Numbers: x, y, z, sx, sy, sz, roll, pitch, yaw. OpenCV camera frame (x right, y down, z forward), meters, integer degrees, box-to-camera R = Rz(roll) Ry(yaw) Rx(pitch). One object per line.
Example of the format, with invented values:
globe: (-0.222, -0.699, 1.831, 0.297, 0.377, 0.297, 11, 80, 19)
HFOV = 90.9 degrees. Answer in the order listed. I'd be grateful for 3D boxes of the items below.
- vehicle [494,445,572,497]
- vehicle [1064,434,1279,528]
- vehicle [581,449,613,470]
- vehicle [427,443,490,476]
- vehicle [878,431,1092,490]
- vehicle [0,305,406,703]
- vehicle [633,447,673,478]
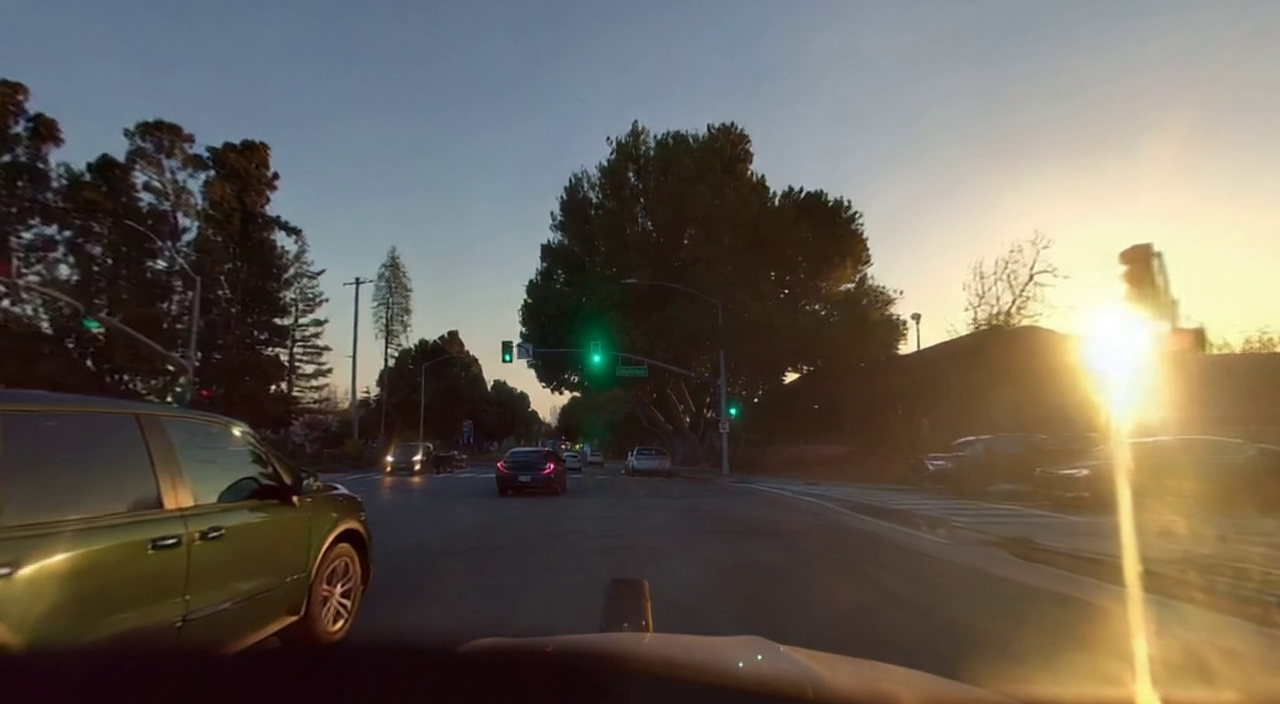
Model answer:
vehicle: (-3.404, 3.841, 20.691, 1.960, 1.528, 3.490, 0, -9, 0)
vehicle: (10.901, 2.277, 11.408, 4.875, 1.473, 2.077, -1, -11, 0)
vehicle: (-3.119, 7.947, 46.937, 2.013, 1.474, 4.393, 0, -9, 1)
vehicle: (-9.887, 5.912, 34.754, 1.990, 1.658, 4.569, -1, -9, 2)
vehicle: (11.977, 3.815, 22.328, 5.990, 1.899, 2.683, 0, -9, 0)
vehicle: (-3.113, 0.903, 2.986, 2.190, 1.766, 4.649, 0, -9, 0)
vehicle: (0.697, 6.364, 36.565, 2.163, 1.678, 3.846, 0, -9, 0)
